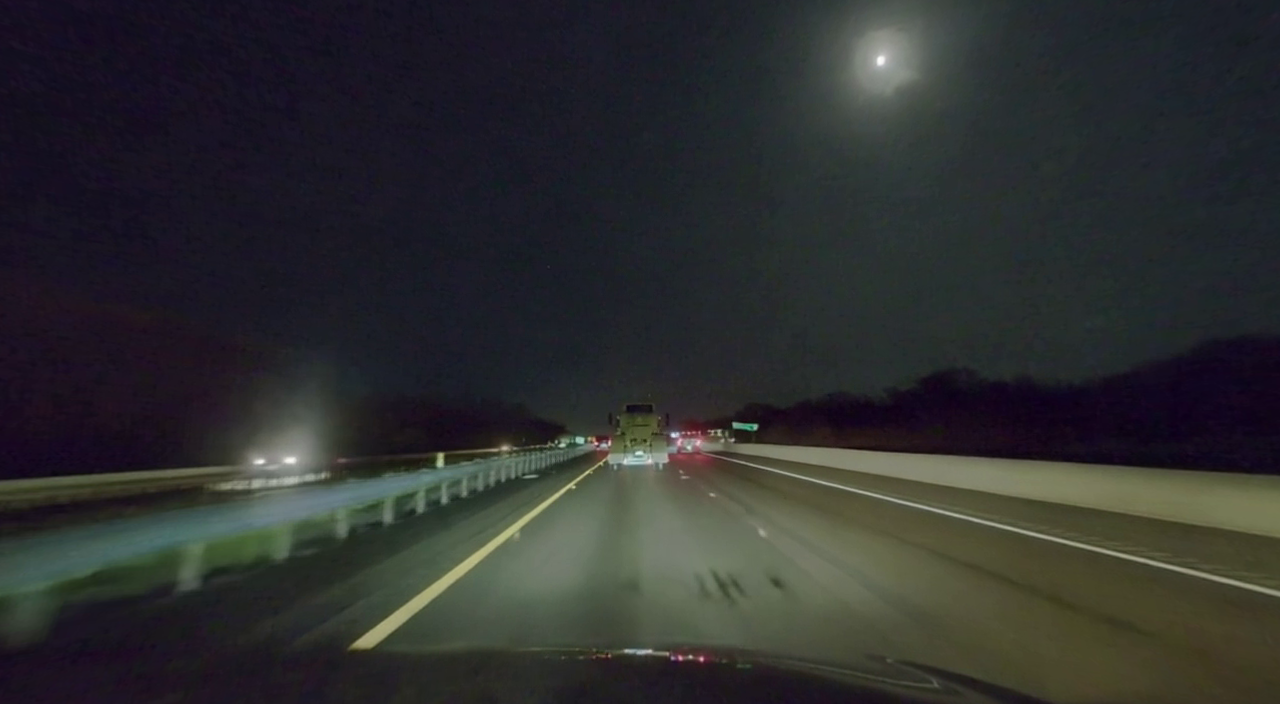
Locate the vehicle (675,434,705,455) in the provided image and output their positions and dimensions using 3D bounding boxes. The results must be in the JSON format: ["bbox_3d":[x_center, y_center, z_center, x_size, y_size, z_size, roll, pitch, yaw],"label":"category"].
[{"bbox_3d":[3.752,7.051,47.954,1.910,1.492,4.324,0,-8,0],"label":"vehicle"}]

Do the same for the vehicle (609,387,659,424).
[{"bbox_3d":[-0.225,2.476,28.622,2.112,1.472,4.240,0,-8,1],"label":"vehicle"}]

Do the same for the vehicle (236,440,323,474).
[{"bbox_3d":[-17.685,5.134,31.103,1.822,1.505,4.281,0,-8,-1],"label":"vehicle"}]

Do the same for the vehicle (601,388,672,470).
[{"bbox_3d":[-0.328,4.058,32.994,2.953,3.406,13.372,1,-7,-2],"label":"vehicle"}]
